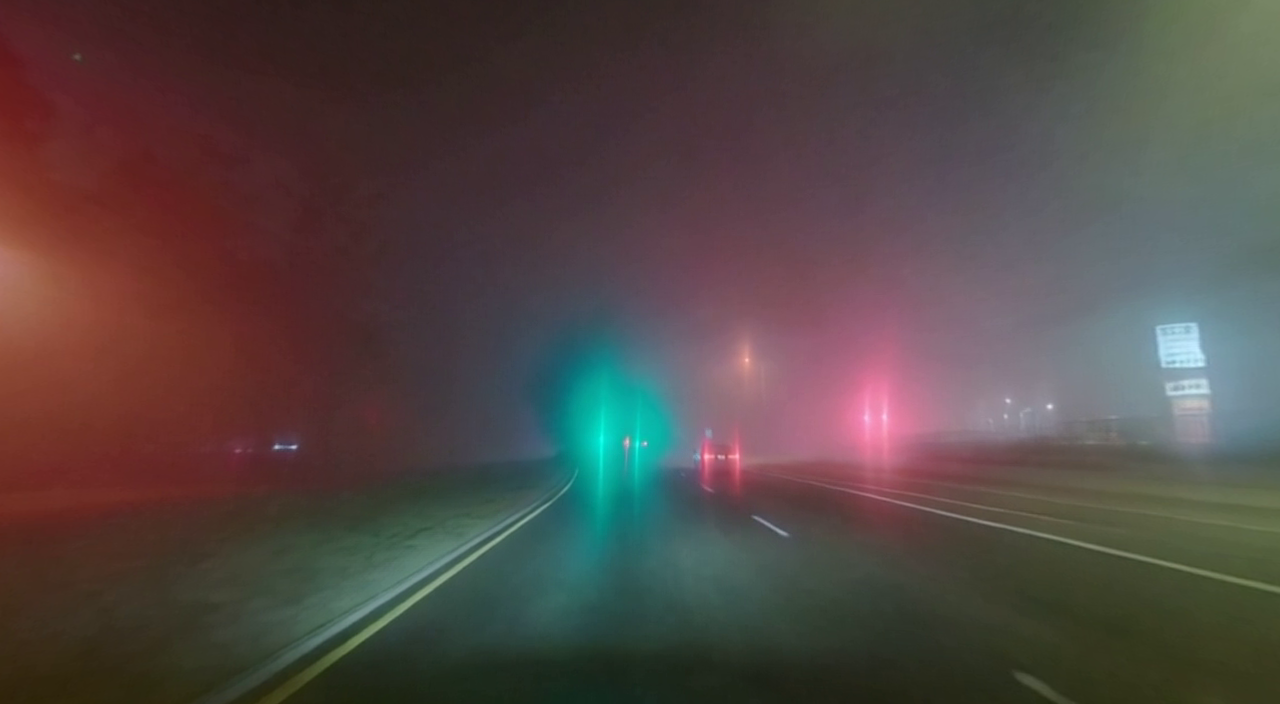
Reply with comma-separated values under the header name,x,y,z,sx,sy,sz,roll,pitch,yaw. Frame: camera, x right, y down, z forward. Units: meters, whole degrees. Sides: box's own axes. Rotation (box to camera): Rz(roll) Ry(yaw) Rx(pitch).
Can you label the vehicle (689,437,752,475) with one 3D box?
name,x,y,z,sx,sy,sz,roll,pitch,yaw
vehicle,3.323,4.386,26.948,1.948,1.479,4.620,1,-8,-1
